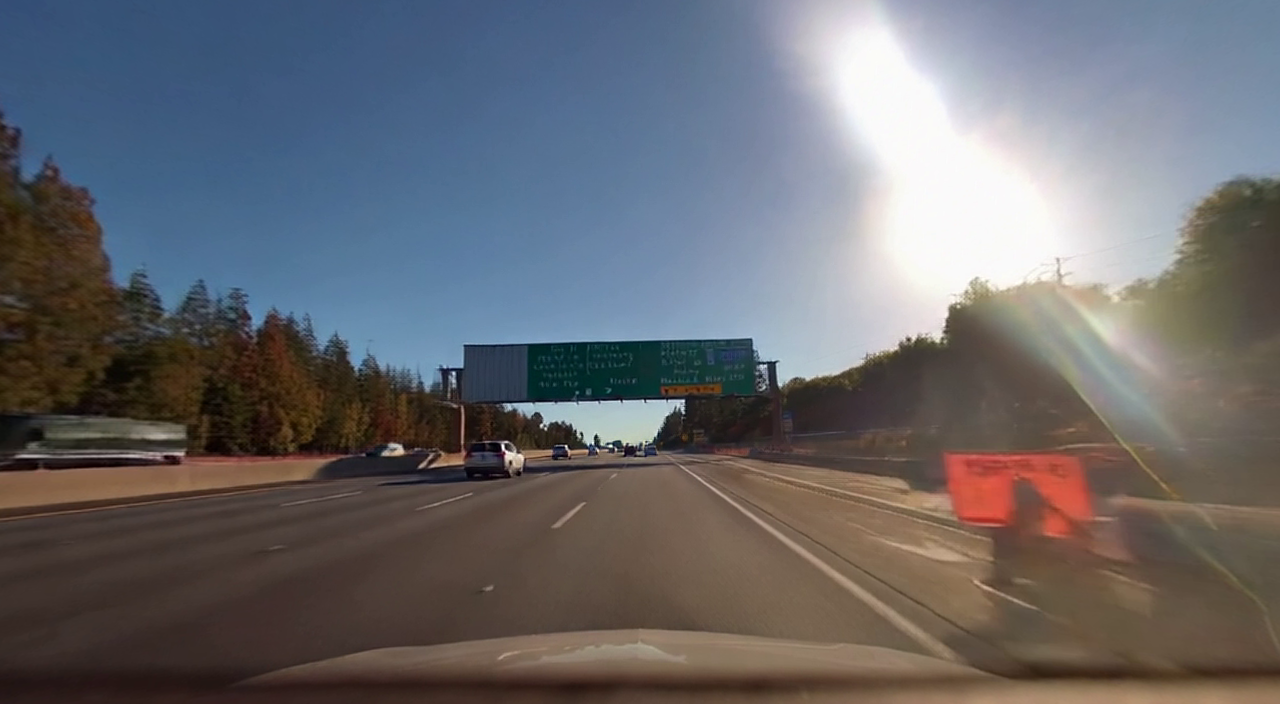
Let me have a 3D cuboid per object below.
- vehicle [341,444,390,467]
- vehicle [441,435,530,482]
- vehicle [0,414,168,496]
[{"bbox_3d":[-18.233,6.867,42.009,1.582,1.440,3.554,0,-9,1],"label":"vehicle"},{"bbox_3d":[-6.204,4.339,25.951,2.402,1.733,4.512,0,-9,2],"label":"vehicle"},{"bbox_3d":[-18.530,3.173,19.654,2.592,2.186,6.335,0,-9,1],"label":"vehicle"}]
